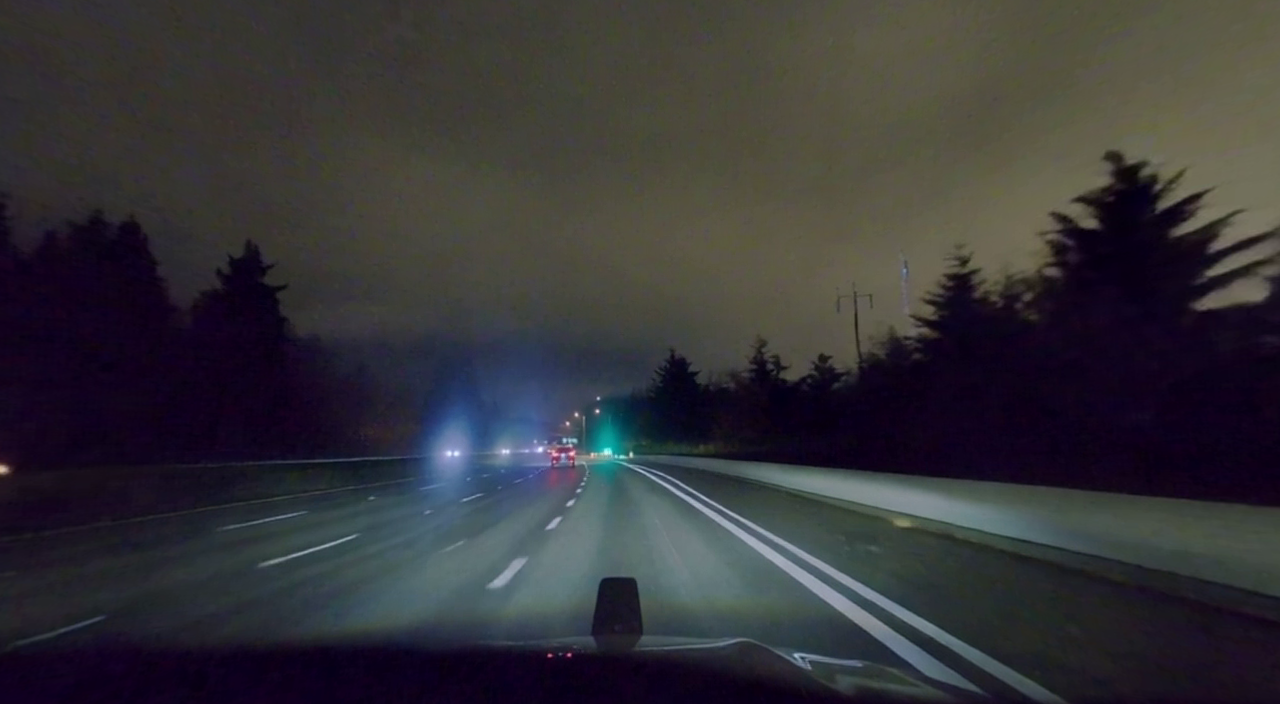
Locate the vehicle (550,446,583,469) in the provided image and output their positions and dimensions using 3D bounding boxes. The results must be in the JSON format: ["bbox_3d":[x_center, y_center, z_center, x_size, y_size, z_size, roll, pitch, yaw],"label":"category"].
[{"bbox_3d":[-5.349,7.746,46.114,2.248,1.619,3.848,0,-9,-4],"label":"vehicle"}]
